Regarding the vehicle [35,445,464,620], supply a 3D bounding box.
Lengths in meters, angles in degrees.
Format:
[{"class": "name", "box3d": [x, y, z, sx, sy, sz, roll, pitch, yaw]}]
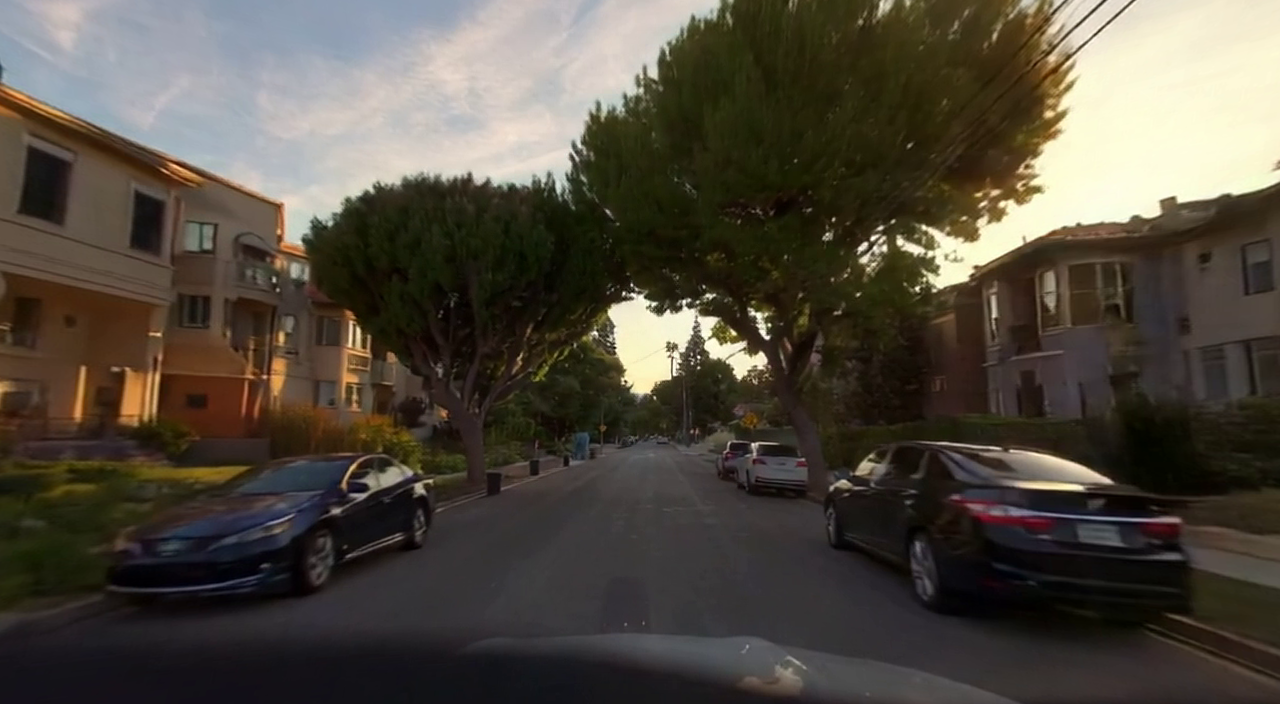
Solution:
[{"class": "vehicle", "box3d": [-3.677, 1.721, 7.056, 1.995, 1.330, 4.080, -1, -8, 4]}]

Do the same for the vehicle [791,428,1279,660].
[{"class": "vehicle", "box3d": [3.256, 1.610, 6.709, 2.000, 1.456, 5.251, 0, -8, 0]}]

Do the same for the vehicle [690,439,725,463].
[{"class": "vehicle", "box3d": [4.501, 6.705, 42.719, 2.102, 1.504, 4.471, 0, -8, 3]}]
